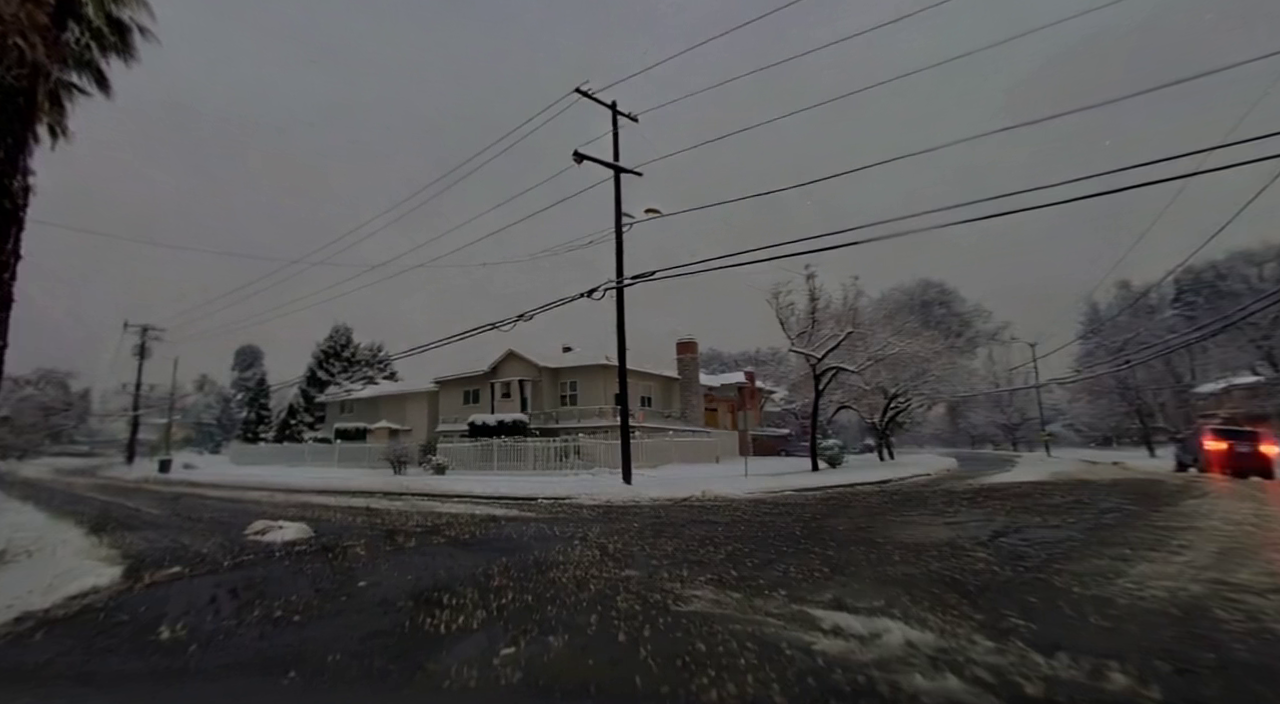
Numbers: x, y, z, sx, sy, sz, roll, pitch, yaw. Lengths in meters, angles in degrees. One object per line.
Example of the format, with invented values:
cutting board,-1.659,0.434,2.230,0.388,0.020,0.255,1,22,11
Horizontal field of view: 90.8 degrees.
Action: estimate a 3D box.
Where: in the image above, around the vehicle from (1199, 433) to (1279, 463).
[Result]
vehicle,31.124,4.834,31.964,3.842,1.453,1.805,-4,-9,29
